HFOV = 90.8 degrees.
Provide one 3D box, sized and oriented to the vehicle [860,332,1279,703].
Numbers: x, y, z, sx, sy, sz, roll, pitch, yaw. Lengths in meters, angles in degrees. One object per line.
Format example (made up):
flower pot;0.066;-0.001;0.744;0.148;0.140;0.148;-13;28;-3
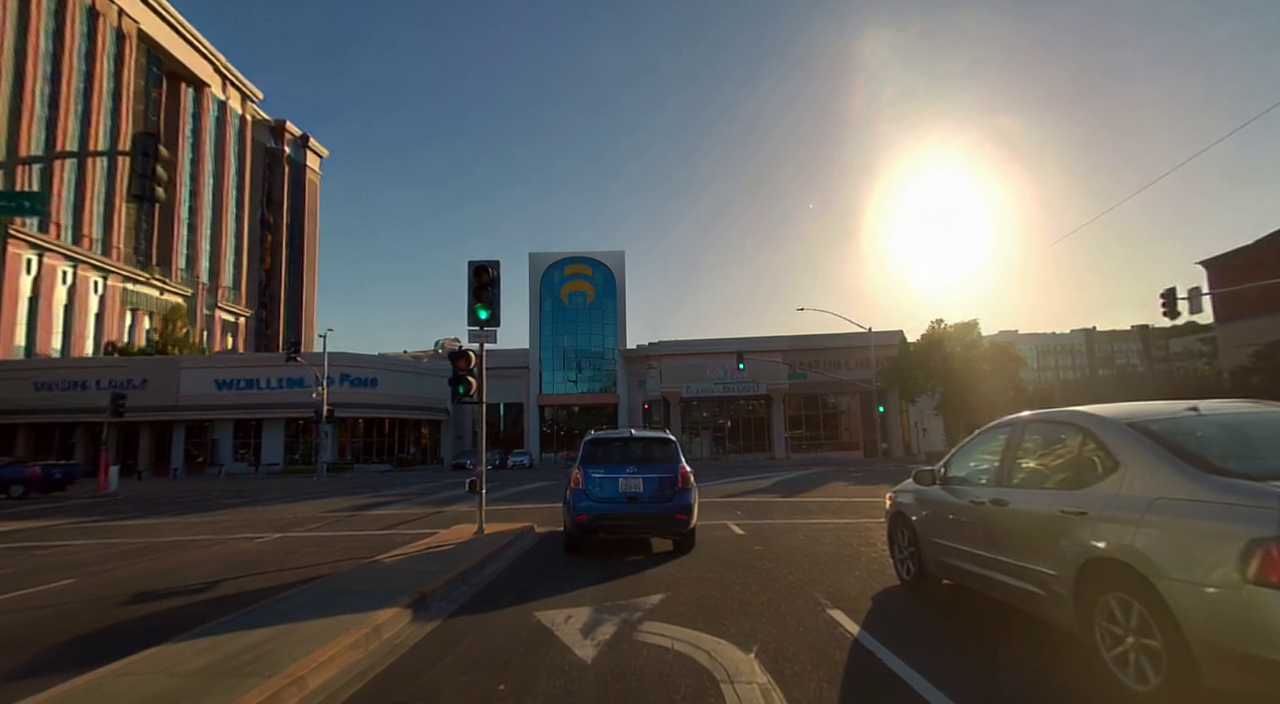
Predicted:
vehicle;3.212;1.046;3.972;2.040;1.674;4.455;0;-9;0

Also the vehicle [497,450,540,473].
vehicle;-8.585;7.756;44.900;2.163;1.529;4.210;-1;-9;1

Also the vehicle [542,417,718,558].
vehicle;-0.249;2.054;10.315;2.238;1.762;4.445;0;-9;-3

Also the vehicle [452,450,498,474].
vehicle;-11.844;7.917;45.574;2.005;1.596;4.342;-1;-9;1
